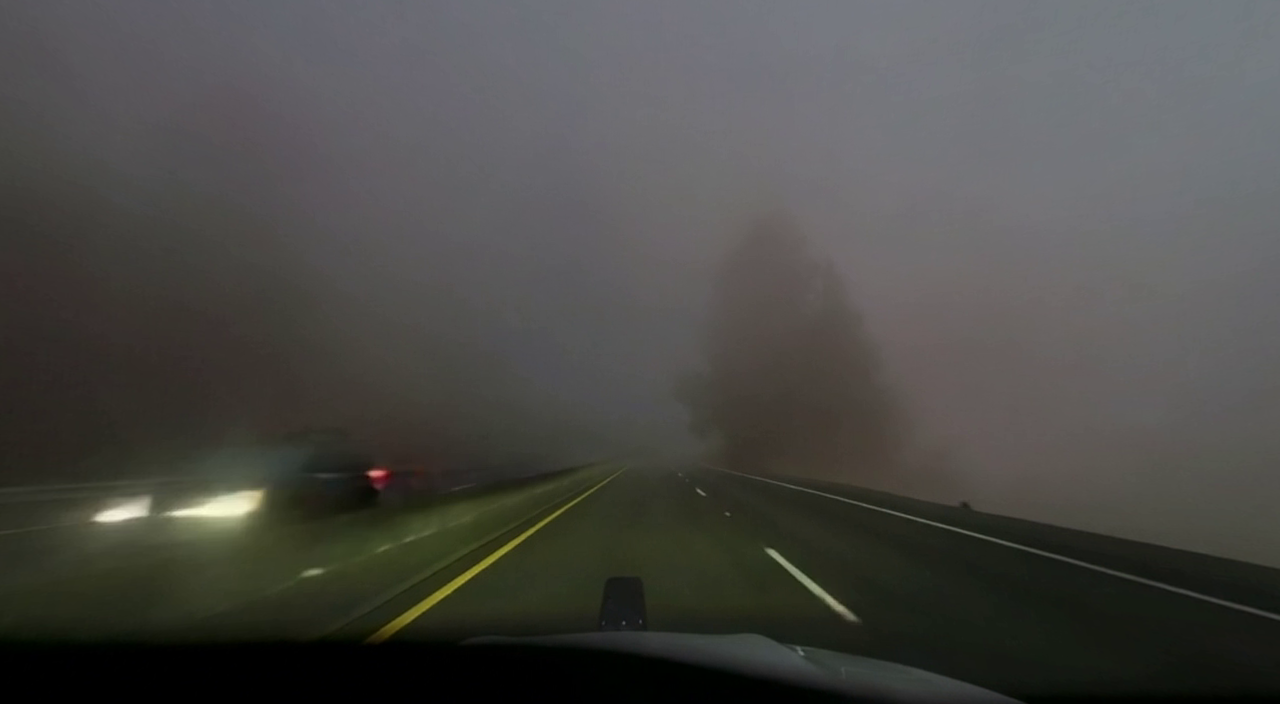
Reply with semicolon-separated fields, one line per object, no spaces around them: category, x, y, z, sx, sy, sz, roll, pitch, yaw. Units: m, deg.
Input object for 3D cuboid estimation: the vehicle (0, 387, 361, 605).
vehicle;-5.827;1.635;8.032;2.341;1.910;4.785;0;-9;0
